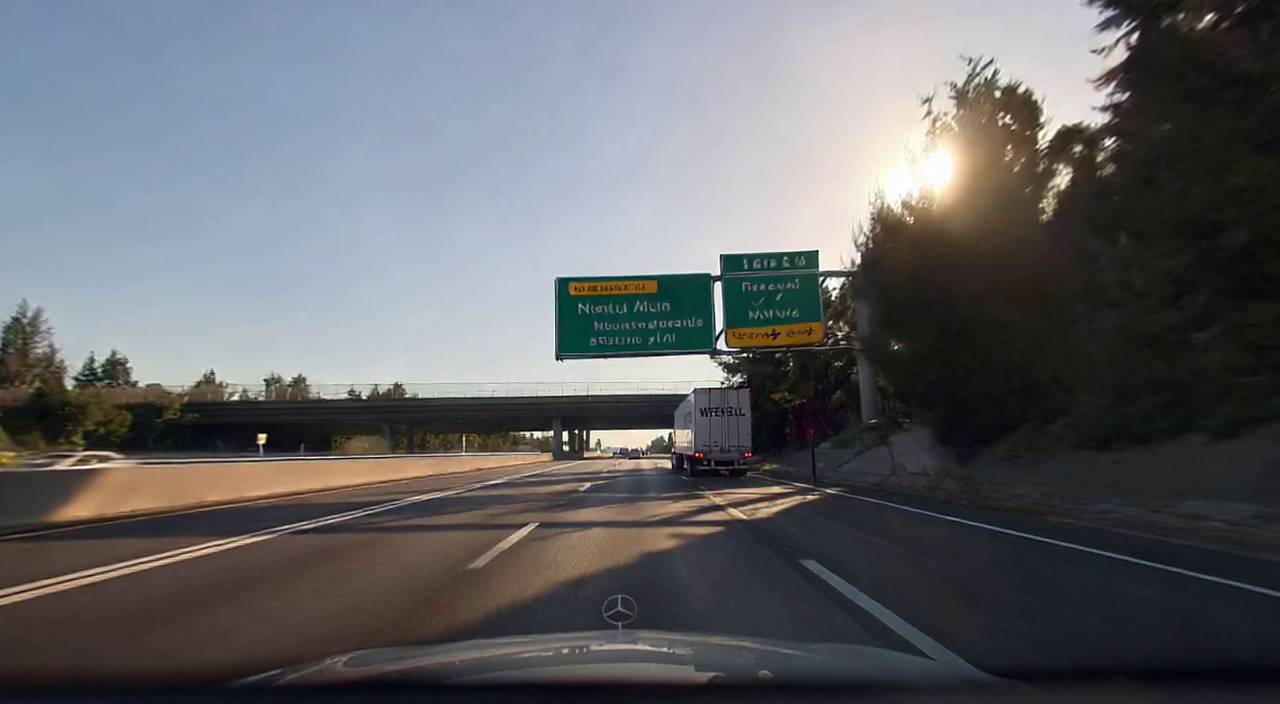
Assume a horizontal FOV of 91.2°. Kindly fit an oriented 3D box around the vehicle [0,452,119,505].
[{"bbox_3d":[-19.070,3.876,19.623,1.807,1.478,4.323,0,-9,-1],"label":"vehicle"}]

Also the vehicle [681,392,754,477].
[{"bbox_3d":[3.959,4.575,34.154,2.869,4.013,8.610,0,-9,0],"label":"vehicle"}]
